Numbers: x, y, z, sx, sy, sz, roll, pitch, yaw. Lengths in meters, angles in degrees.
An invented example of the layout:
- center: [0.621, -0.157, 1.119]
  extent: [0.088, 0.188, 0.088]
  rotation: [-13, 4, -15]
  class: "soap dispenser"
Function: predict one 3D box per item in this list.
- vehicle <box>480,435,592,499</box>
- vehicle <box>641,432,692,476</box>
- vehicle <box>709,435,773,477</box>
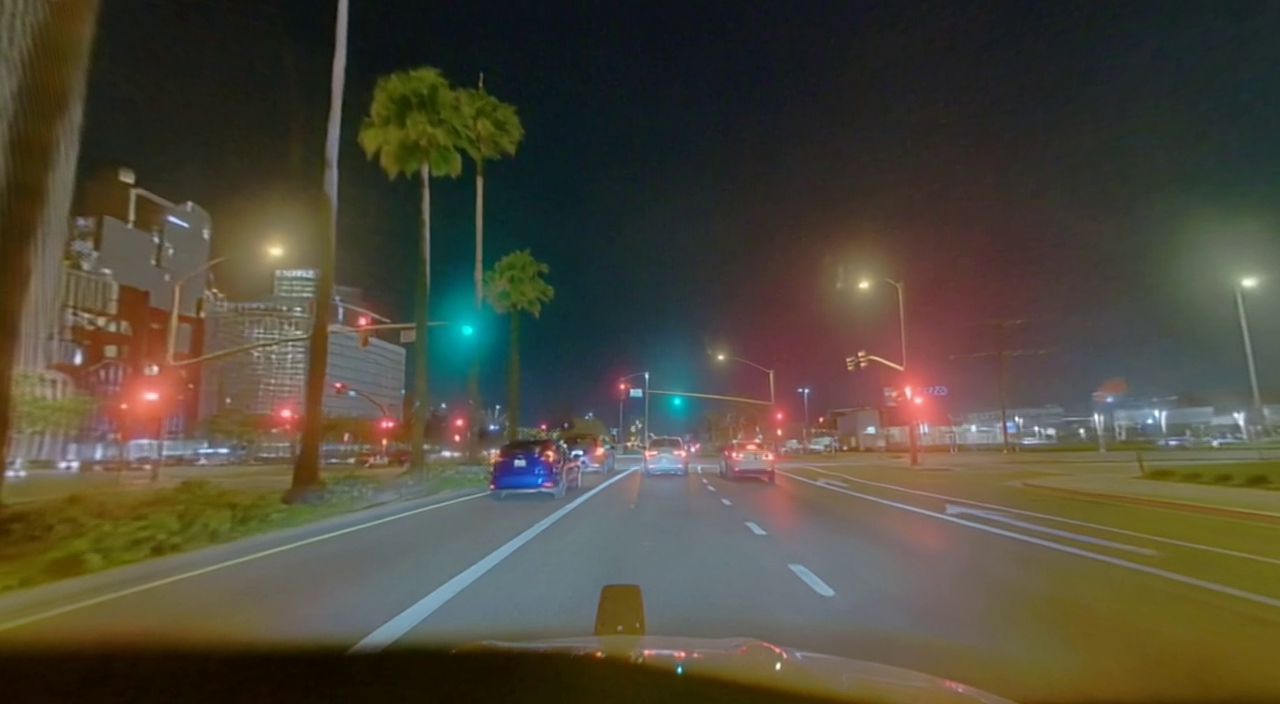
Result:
- center: [-2.631, 3.061, 17.204]
  extent: [1.962, 1.480, 4.605]
  rotation: [-1, -9, 4]
  class: "vehicle"
- center: [1.146, 4.408, 27.515]
  extent: [2.060, 1.730, 4.257]
  rotation: [-1, -9, 2]
  class: "vehicle"
- center: [4.016, 4.219, 25.806]
  extent: [1.936, 1.567, 3.896]
  rotation: [0, -9, 0]
  class: "vehicle"
